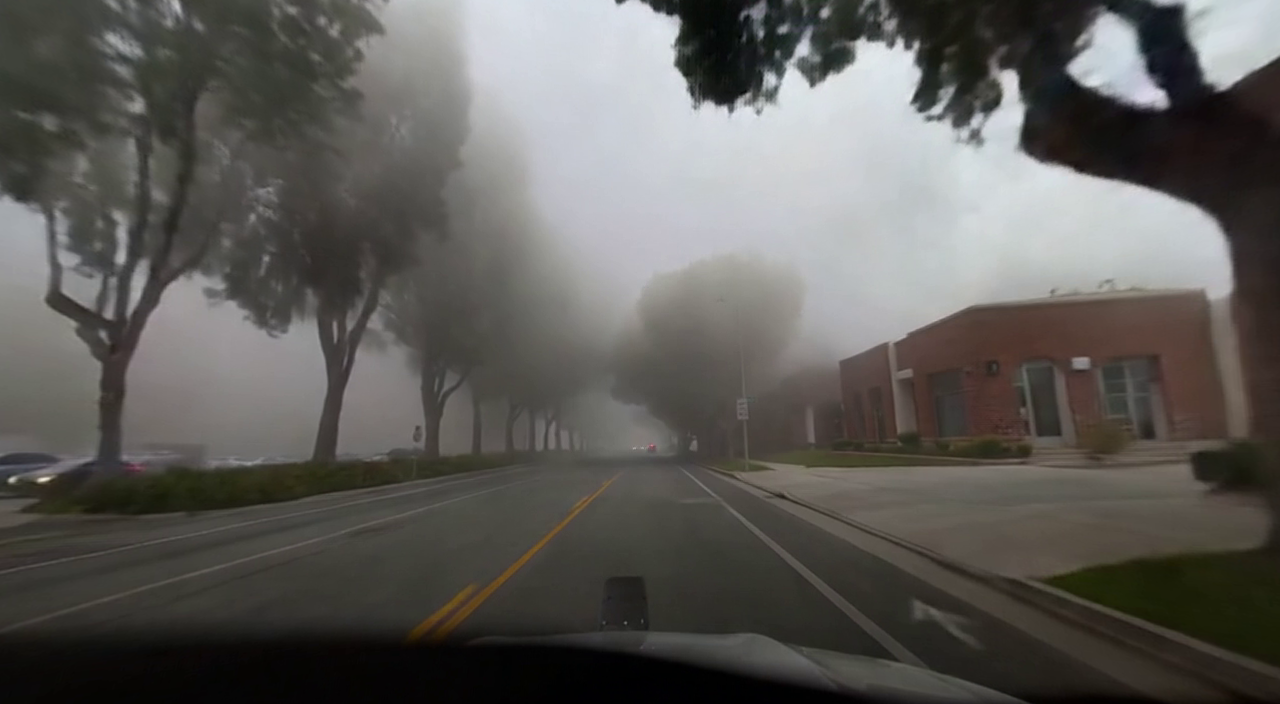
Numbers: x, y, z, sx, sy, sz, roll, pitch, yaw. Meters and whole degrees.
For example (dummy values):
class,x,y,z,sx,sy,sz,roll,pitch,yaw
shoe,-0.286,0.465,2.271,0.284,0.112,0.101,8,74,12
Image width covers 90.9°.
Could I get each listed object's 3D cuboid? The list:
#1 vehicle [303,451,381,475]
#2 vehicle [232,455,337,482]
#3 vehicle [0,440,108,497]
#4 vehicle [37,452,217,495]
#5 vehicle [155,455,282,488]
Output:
class,x,y,z,sx,sy,sz,roll,pitch,yaw
vehicle,-19.016,7.109,40.372,4.005,1.433,1.953,0,-9,0
vehicle,-19.454,6.367,34.644,4.567,1.402,1.910,0,-9,0
vehicle,-19.208,3.453,18.878,4.699,1.558,2.113,0,-10,4
vehicle,-19.456,4.617,24.098,5.091,1.530,1.982,0,-9,-1
vehicle,-19.727,5.594,29.648,4.503,1.462,1.993,0,-9,-1
